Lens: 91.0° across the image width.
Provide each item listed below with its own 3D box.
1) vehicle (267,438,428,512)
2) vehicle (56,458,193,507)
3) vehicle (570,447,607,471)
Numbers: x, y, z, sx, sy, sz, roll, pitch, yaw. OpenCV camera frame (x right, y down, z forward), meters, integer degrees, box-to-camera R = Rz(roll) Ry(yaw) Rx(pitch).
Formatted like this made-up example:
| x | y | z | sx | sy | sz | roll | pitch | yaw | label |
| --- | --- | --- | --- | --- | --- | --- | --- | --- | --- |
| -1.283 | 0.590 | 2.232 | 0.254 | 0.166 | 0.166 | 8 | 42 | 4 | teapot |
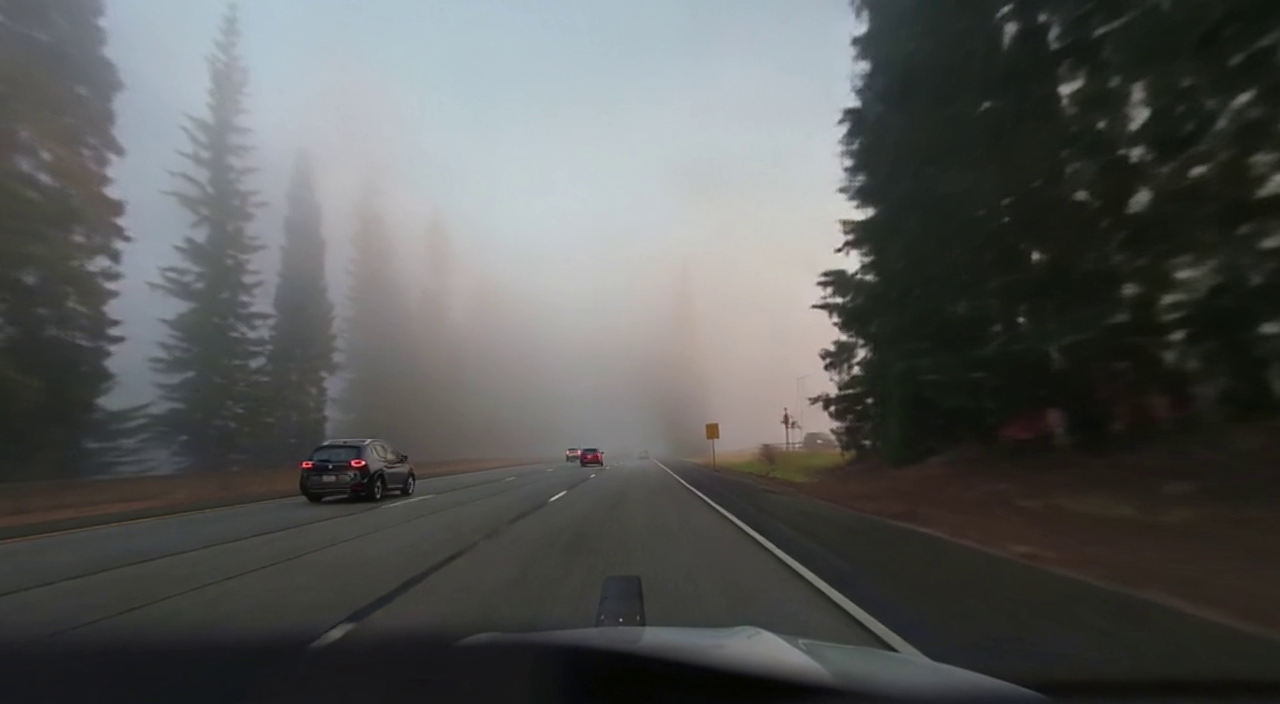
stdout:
| x | y | z | sx | sy | sz | roll | pitch | yaw | label |
| --- | --- | --- | --- | --- | --- | --- | --- | --- | --- |
| -7.171 | 3.031 | 16.014 | 2.007 | 1.616 | 4.141 | 0 | -9 | 1 | vehicle |
| -36.250 | 9.126 | 44.815 | 2.859 | 2.937 | 8.071 | 0 | -9 | 0 | vehicle |
| -3.549 | 7.506 | 44.277 | 2.104 | 1.558 | 4.639 | 0 | -9 | 1 | vehicle |
